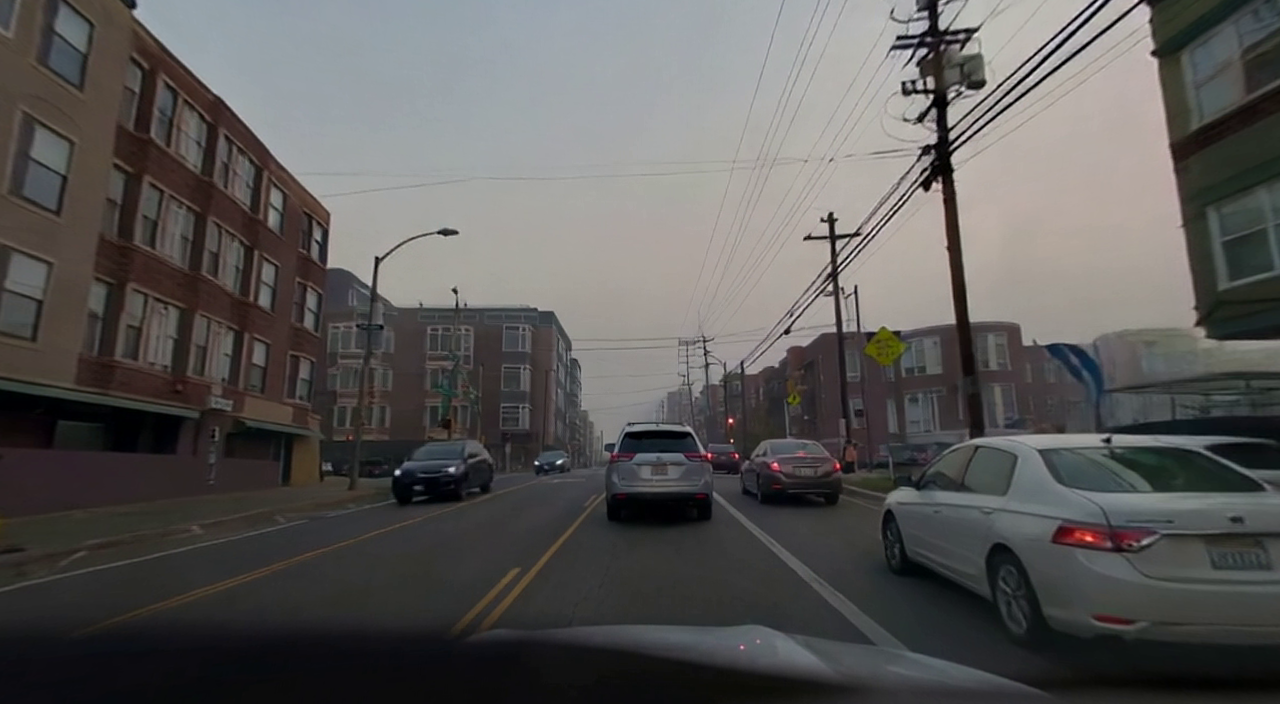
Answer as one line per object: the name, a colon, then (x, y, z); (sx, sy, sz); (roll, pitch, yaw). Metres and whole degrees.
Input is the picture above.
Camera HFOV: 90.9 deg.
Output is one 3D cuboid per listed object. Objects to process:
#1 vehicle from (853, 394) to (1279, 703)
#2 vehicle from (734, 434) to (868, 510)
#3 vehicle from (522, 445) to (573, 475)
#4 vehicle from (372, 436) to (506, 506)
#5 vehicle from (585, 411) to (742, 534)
vehicle: (3.369, 1.274, 5.133); (1.906, 1.578, 4.020); (0, -8, 1)
vehicle: (3.415, 2.608, 14.302); (1.970, 1.452, 4.227); (0, -8, 1)
vehicle: (-5.182, 6.121, 35.867); (2.014, 1.538, 4.275); (-1, -8, 3)
vehicle: (-5.463, 3.266, 17.921); (2.215, 1.703, 4.614); (-1, -8, 1)
vehicle: (0.329, 1.999, 11.107); (2.232, 1.736, 4.036); (0, -8, 0)
